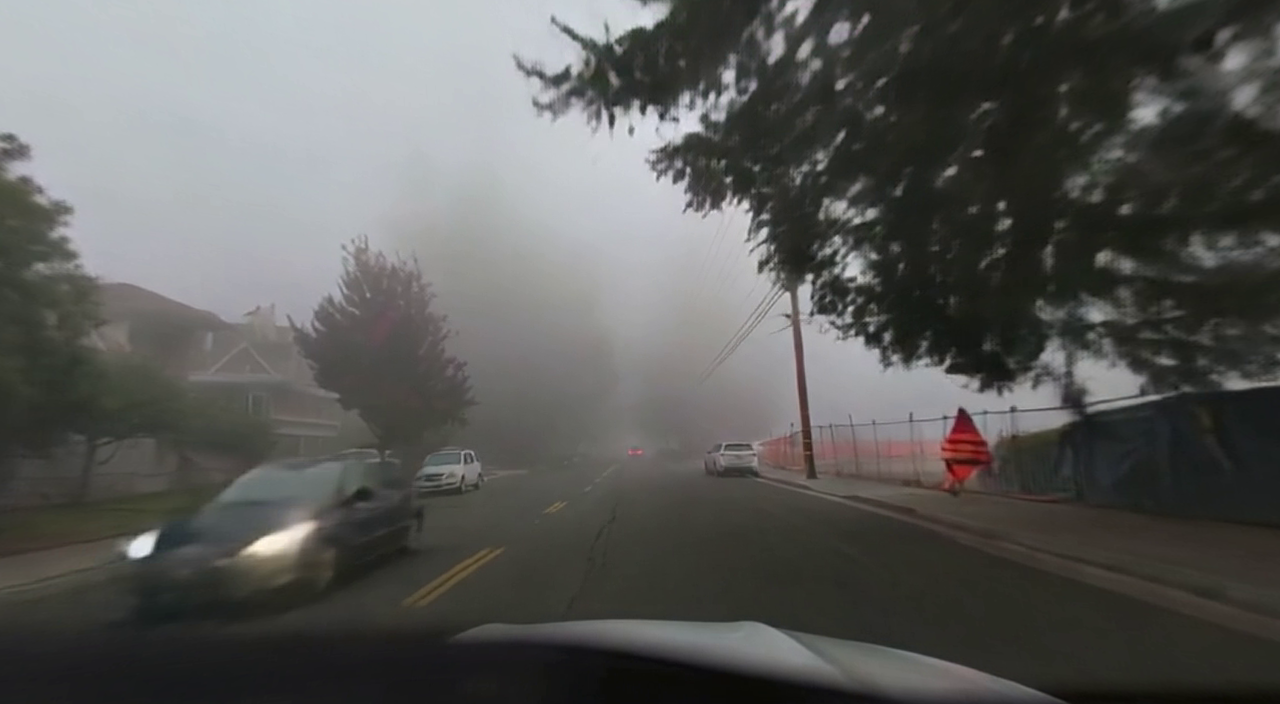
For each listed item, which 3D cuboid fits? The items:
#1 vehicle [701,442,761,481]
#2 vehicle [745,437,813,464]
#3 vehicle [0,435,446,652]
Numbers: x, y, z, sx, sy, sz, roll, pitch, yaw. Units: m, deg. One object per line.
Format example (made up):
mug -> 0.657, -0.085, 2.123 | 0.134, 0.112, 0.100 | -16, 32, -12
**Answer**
vehicle -> 3.855, 4.716, 27.429 | 1.902, 1.542, 4.099 | 0, -9, -2
vehicle -> 9.989, 7.122, 45.647 | 4.399, 1.884, 2.071 | 0, -10, -2
vehicle -> -3.886, 1.798, 7.075 | 2.068, 1.543, 4.523 | -2, -9, -1
